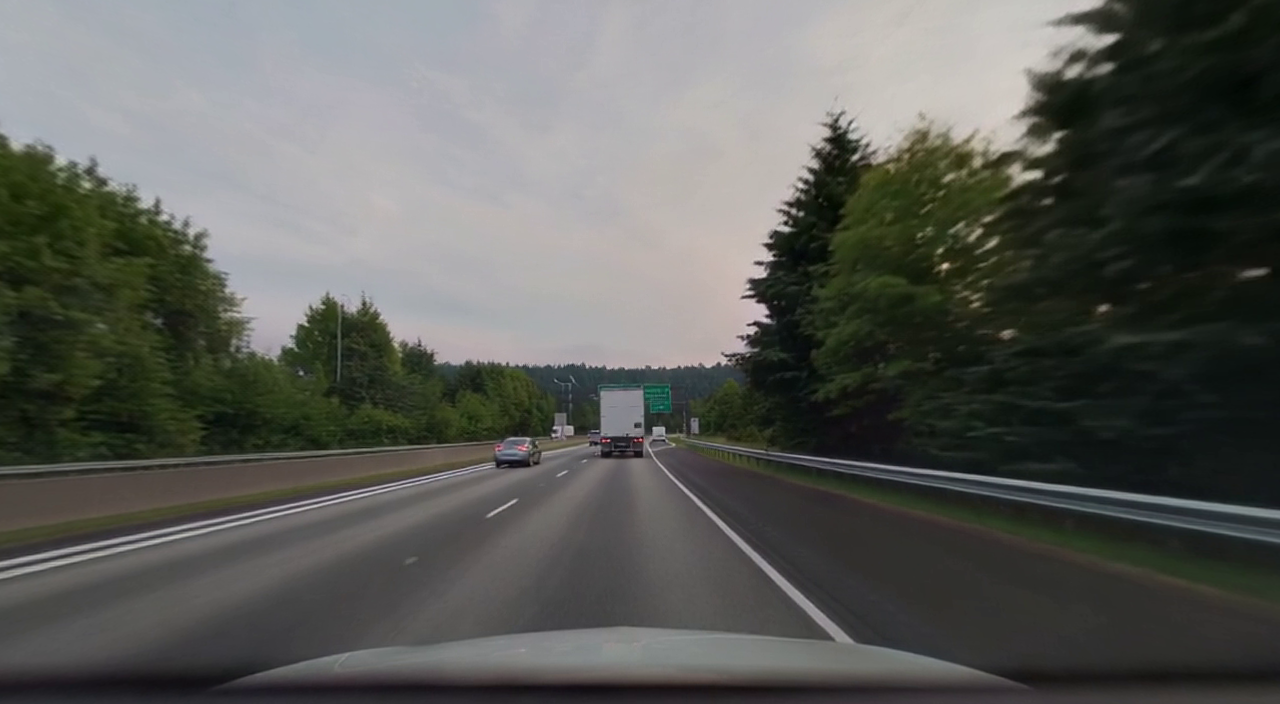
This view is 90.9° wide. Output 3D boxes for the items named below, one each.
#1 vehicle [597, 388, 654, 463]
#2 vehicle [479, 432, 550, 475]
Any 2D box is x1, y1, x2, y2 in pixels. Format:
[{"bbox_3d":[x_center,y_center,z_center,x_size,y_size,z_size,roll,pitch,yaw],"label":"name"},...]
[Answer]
[{"bbox_3d":[-0.851,4.228,35.734,2.855,3.741,8.587,0,-8,-2],"label":"vehicle"},{"bbox_3d":[-4.742,3.873,24.375,1.931,1.479,4.083,0,-8,-1],"label":"vehicle"}]
